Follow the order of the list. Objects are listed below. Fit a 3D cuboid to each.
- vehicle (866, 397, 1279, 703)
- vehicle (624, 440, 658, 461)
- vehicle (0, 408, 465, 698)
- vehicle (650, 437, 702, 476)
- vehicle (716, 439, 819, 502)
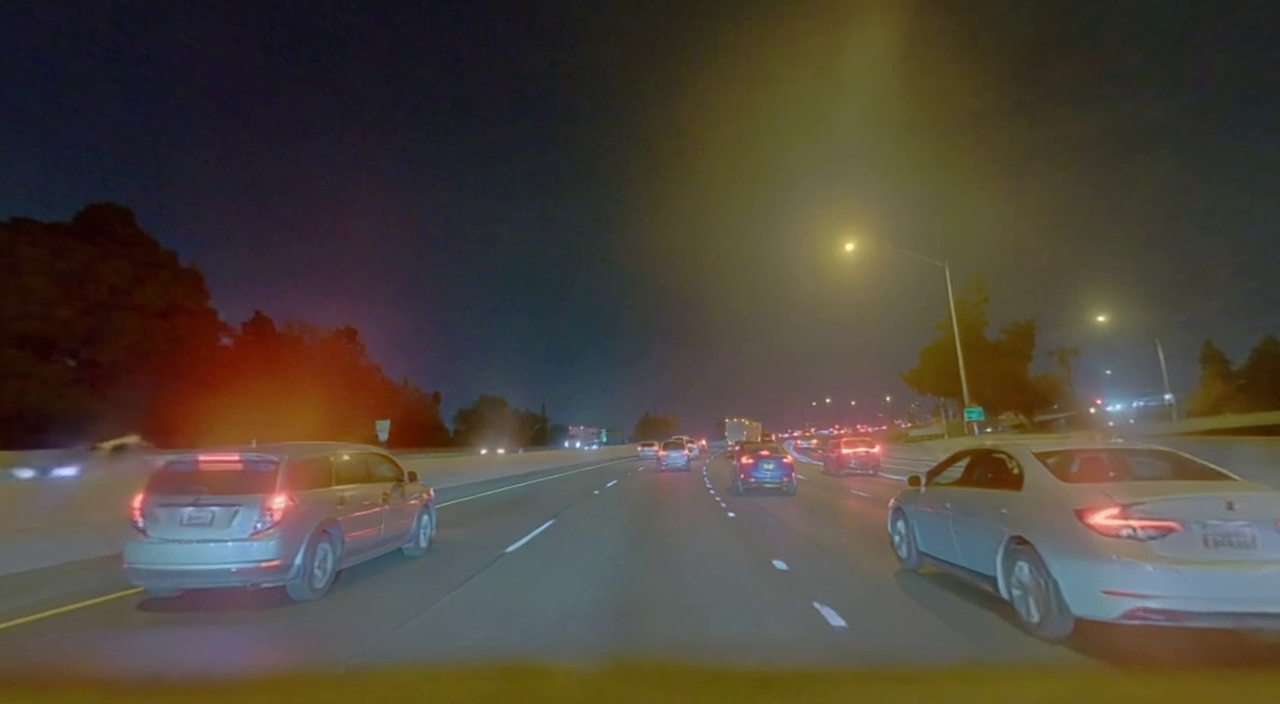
[{"bbox_3d":[3.424,1.236,4.391,2.014,1.489,4.696,0,-9,1],"label":"vehicle"},{"bbox_3d":[0.123,7.436,47.502,2.059,1.516,4.236,-1,-9,7],"label":"vehicle"},{"bbox_3d":[-3.250,1.438,5.731,1.937,1.558,4.469,0,-9,1],"label":"vehicle"},{"bbox_3d":[1.643,4.718,28.492,2.201,1.614,3.803,-1,-9,4],"label":"vehicle"},{"bbox_3d":[3.346,3.215,17.505,2.009,1.489,4.559,0,-9,1],"label":"vehicle"}]
